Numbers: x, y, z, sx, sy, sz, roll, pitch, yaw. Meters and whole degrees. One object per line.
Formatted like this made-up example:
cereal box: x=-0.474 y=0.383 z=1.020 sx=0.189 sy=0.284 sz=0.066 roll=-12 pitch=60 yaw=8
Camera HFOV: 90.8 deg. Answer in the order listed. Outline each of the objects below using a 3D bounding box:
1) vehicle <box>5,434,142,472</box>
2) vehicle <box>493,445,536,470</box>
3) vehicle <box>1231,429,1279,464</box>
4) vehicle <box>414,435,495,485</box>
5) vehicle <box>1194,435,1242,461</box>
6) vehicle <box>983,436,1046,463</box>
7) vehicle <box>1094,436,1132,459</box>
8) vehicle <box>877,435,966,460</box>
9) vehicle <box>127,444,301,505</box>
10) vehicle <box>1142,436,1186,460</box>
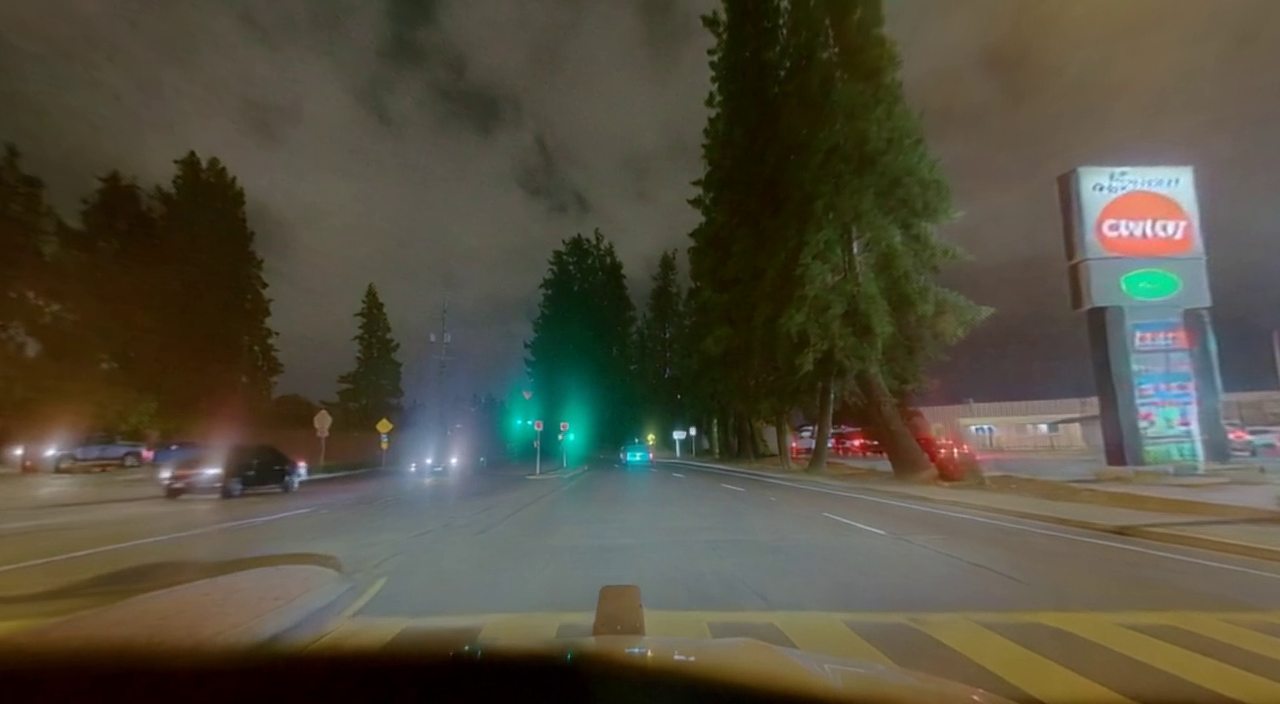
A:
vehicle: x=-28.719 y=5.114 z=32.266 sx=4.938 sy=1.778 sz=1.954 roll=7 pitch=-11 yaw=-40
vehicle: x=-8.072 y=6.821 z=41.020 sx=1.982 sy=1.465 sz=4.376 roll=0 pitch=-9 yaw=-1
vehicle: x=28.578 y=4.338 z=28.993 sx=1.815 sy=1.480 sz=4.406 roll=-8 pitch=-11 yaw=41
vehicle: x=-7.089 y=4.150 z=24.662 sx=1.987 sy=1.747 sz=4.545 roll=0 pitch=-9 yaw=-3
vehicle: x=36.535 y=6.053 z=39.996 sx=1.705 sy=1.440 sz=3.741 roll=-8 pitch=-9 yaw=36
vehicle: x=21.381 y=5.541 z=36.021 sx=1.916 sy=1.434 sz=4.557 roll=-9 pitch=-12 yaw=44
vehicle: x=32.458 y=6.544 z=43.322 sx=1.894 sy=1.434 sz=4.308 roll=-7 pitch=-11 yaw=37
vehicle: x=18.879 y=6.401 z=42.485 sx=4.868 sy=1.610 sz=2.223 roll=0 pitch=-9 yaw=-3
vehicle: x=-11.497 y=3.297 z=17.520 sx=1.909 sy=1.469 sz=4.370 roll=0 pitch=-9 yaw=-3
vehicle: x=34.489 y=6.301 z=41.526 sx=1.969 sy=1.482 sz=4.815 roll=-7 pitch=-11 yaw=40
